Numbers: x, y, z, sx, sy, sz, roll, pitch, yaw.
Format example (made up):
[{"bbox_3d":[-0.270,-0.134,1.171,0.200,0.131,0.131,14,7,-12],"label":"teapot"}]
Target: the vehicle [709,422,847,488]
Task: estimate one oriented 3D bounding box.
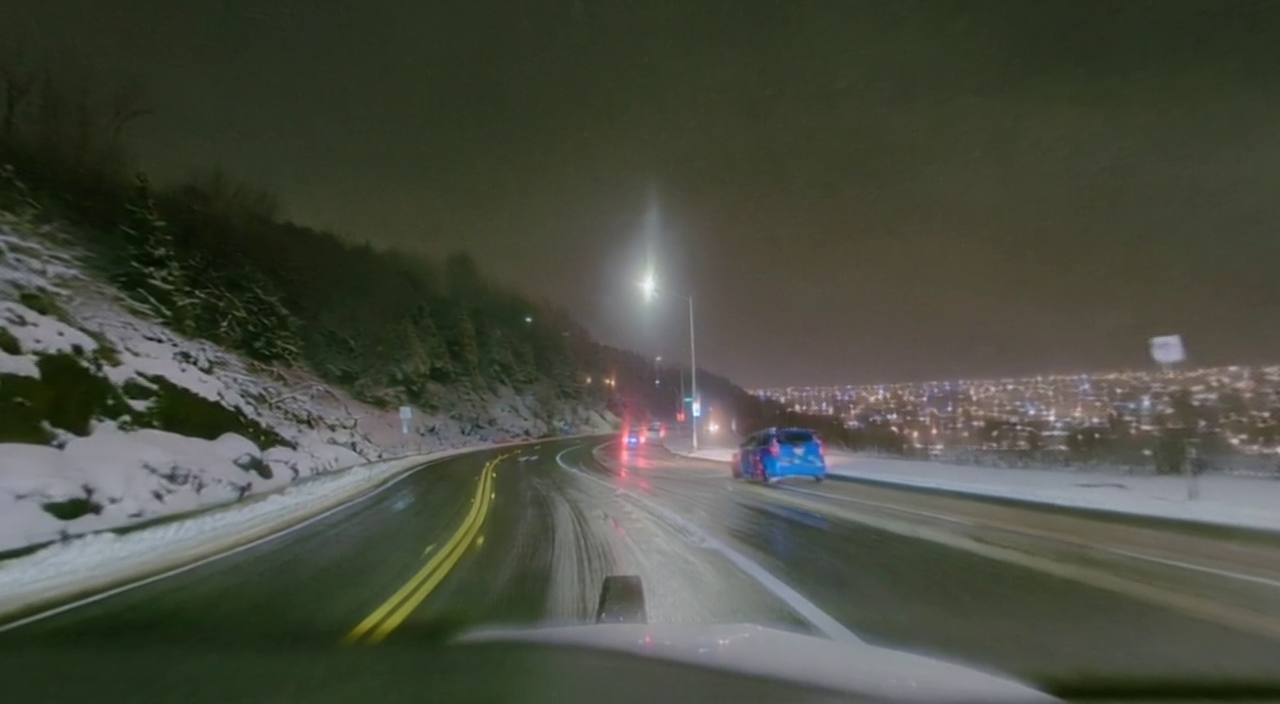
[{"bbox_3d":[4.126,2.969,18.414,2.064,1.667,4.453,-7,-11,38],"label":"vehicle"}]
